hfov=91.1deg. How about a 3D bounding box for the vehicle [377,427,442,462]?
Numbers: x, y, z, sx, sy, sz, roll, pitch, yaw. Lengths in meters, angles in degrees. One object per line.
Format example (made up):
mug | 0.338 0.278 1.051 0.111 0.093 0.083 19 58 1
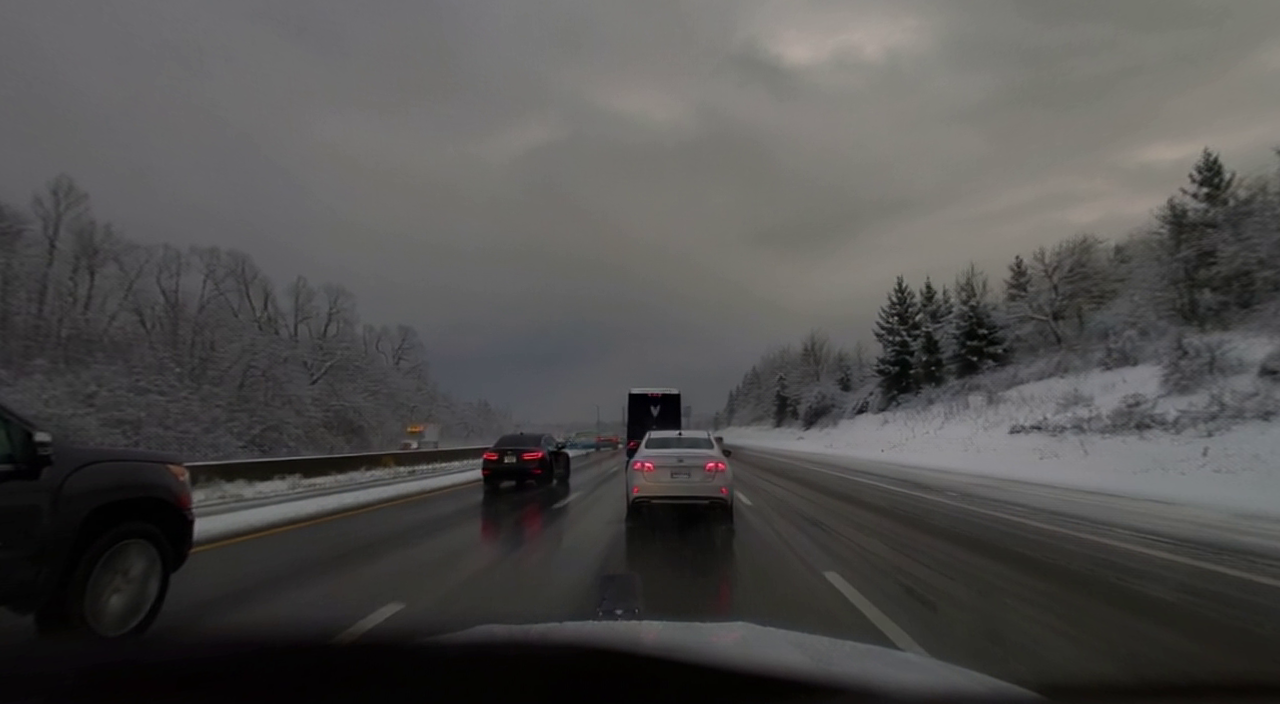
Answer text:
vehicle | -16.979 6.827 46.696 2.305 2.396 5.841 -1 -8 3

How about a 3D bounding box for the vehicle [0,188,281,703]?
vehicle | -4.104 0.366 1.912 2.386 2.435 5.831 0 -8 2

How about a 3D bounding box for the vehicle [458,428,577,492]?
vehicle | -3.073 2.806 16.829 2.087 1.457 4.313 -1 -8 4

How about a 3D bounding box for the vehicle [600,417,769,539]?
vehicle | 0.664 1.842 9.900 2.089 1.485 4.153 -1 -8 3
